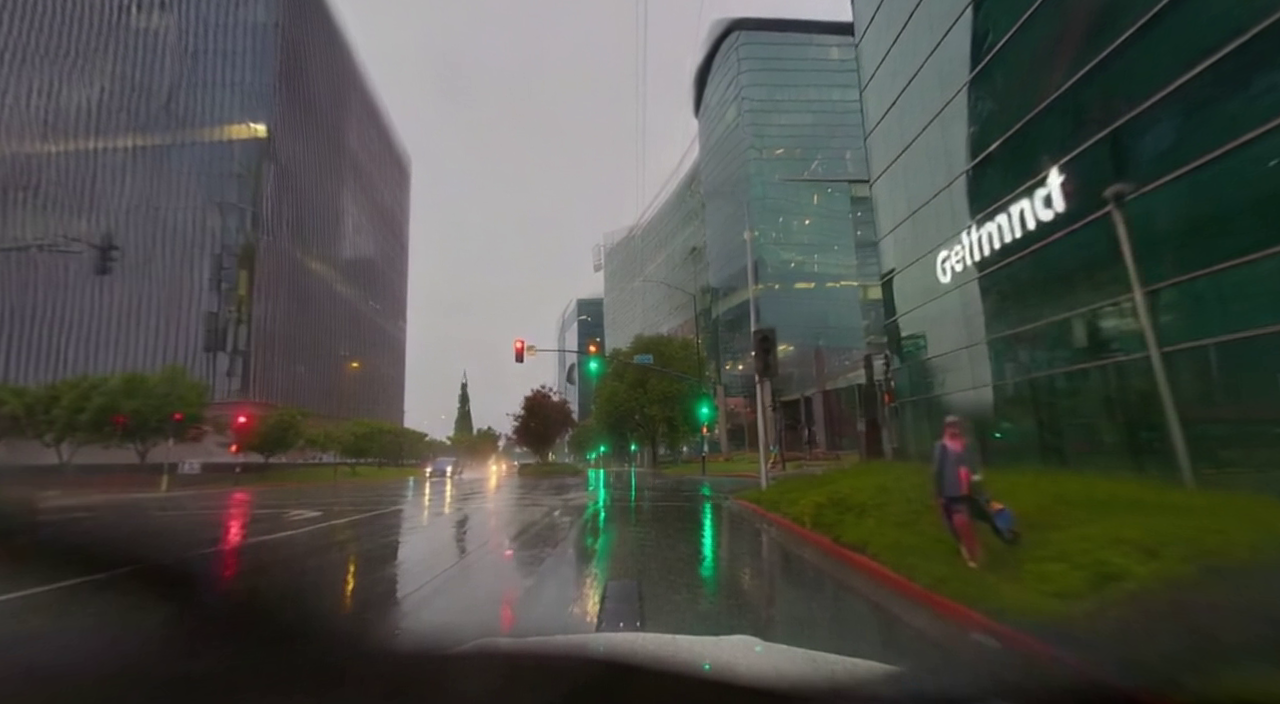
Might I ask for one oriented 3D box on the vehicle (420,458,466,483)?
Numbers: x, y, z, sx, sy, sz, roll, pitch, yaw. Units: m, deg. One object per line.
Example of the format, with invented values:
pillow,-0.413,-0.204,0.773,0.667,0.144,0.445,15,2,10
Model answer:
vehicle,-12.905,7.792,41.512,1.906,1.502,4.396,1,-9,-5
